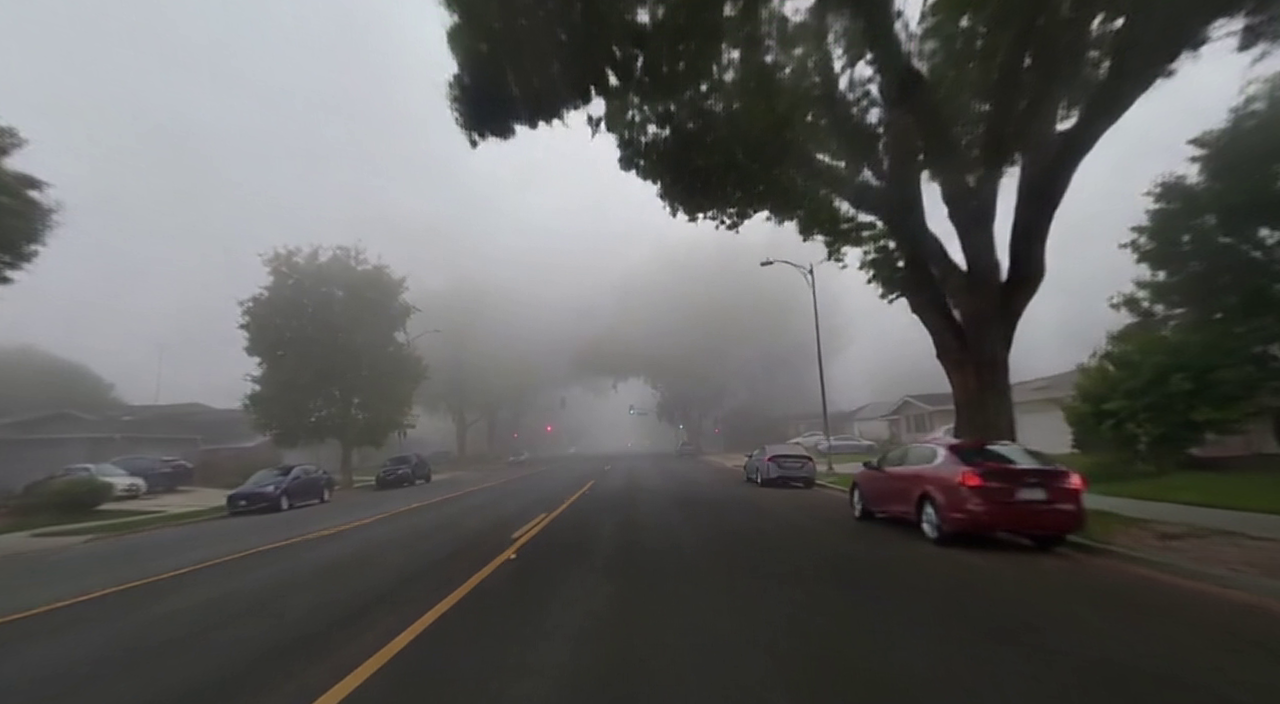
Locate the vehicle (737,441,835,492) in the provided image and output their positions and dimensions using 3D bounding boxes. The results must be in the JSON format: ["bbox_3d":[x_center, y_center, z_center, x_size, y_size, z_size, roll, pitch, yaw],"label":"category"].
[{"bbox_3d":[4.506,3.586,20.240,2.063,1.444,4.217,0,-8,-1],"label":"vehicle"}]

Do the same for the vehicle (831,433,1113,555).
[{"bbox_3d":[4.678,2.035,9.840,2.010,1.461,4.247,0,-8,-1],"label":"vehicle"}]

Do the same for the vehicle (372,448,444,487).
[{"bbox_3d":[-11.464,5.683,31.539,1.977,1.753,4.278,0,-8,0],"label":"vehicle"}]

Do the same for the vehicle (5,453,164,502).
[{"bbox_3d":[-19.958,4.509,22.830,3.932,1.641,1.819,0,-8,-1],"label":"vehicle"}]

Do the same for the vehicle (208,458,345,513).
[{"bbox_3d":[-11.431,4.194,20.249,1.867,1.471,4.139,0,-8,1],"label":"vehicle"}]
